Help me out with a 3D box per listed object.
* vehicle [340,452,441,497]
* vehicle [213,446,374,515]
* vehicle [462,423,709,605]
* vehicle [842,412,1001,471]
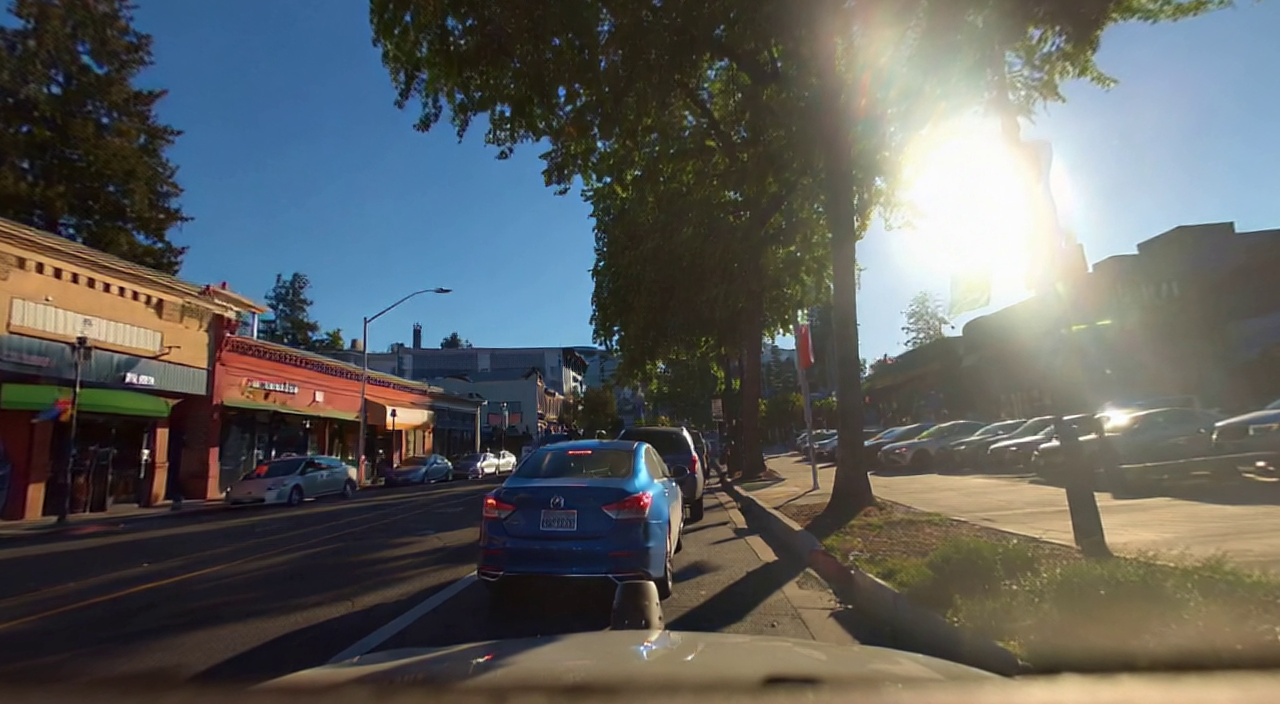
[{"bbox_3d":[-10.256,5.030,26.280,1.826,1.432,4.556,-7,-9,8],"label":"vehicle"},{"bbox_3d":[-11.006,4.067,20.589,2.081,1.718,5.342,-6,-9,3],"label":"vehicle"},{"bbox_3d":[-0.273,1.635,7.295,1.939,1.478,3.922,-2,-8,9],"label":"vehicle"},{"bbox_3d":[9.010,2.828,20.220,4.558,1.528,1.915,0,-8,-23],"label":"vehicle"}]
